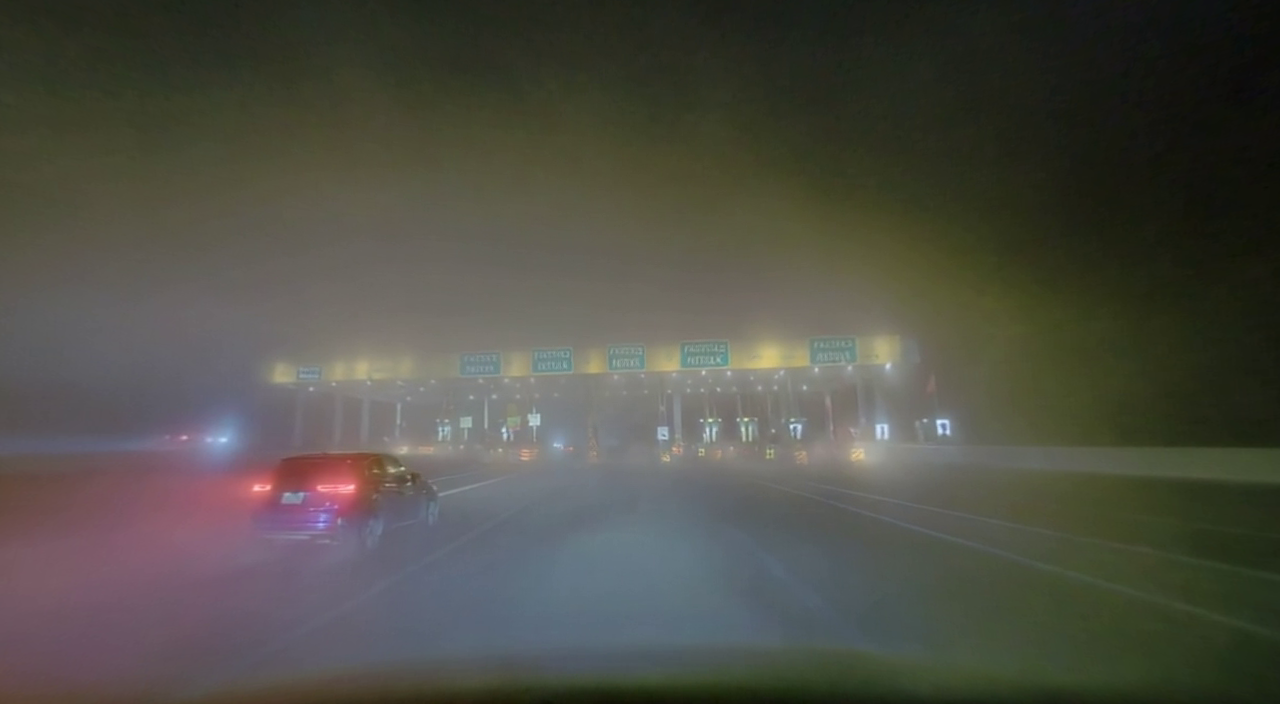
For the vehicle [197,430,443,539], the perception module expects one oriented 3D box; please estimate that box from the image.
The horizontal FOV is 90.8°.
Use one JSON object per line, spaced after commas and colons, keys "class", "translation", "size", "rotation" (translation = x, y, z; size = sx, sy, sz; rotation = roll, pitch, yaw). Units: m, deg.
{"class": "vehicle", "translation": [-5.047, 2.124, 10.831], "size": [1.981, 1.465, 4.334], "rotation": [0, -8, -1]}
